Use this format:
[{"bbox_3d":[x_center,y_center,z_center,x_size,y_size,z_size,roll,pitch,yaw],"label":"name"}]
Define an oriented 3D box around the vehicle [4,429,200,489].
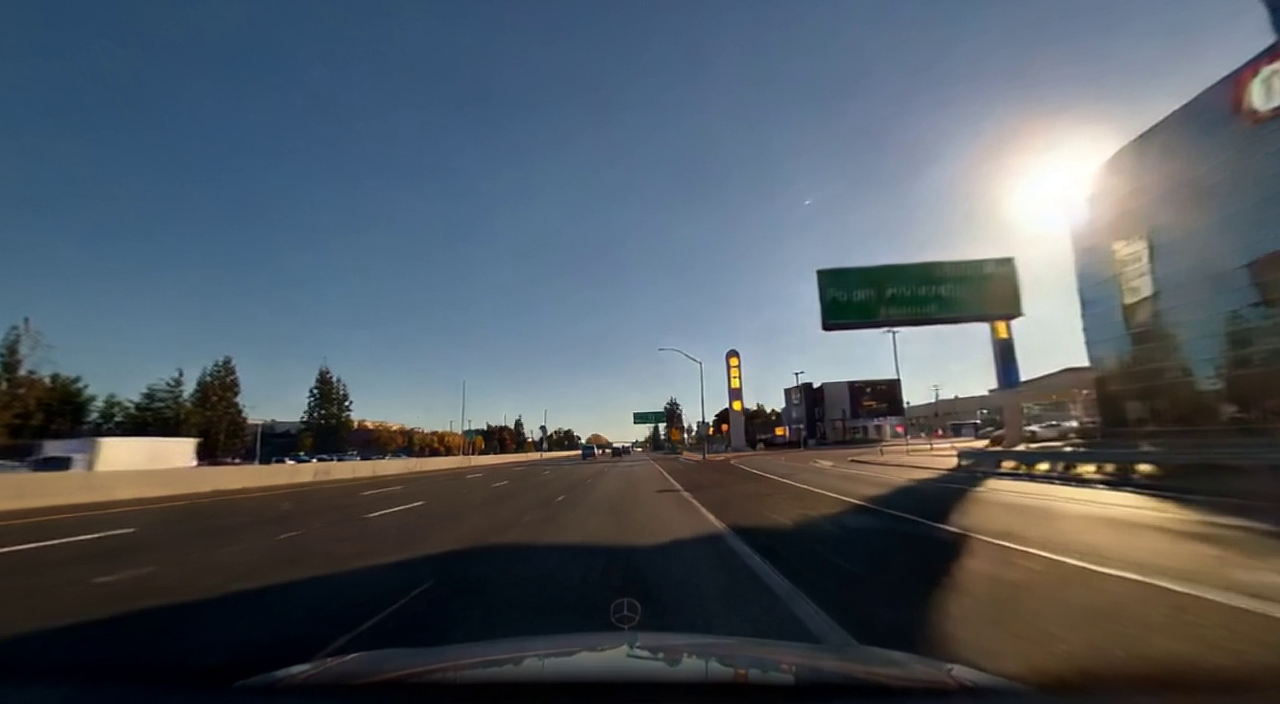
[{"bbox_3d":[-31.597,6.356,37.880,2.984,3.100,9.755,0,-9,1],"label":"vehicle"}]
